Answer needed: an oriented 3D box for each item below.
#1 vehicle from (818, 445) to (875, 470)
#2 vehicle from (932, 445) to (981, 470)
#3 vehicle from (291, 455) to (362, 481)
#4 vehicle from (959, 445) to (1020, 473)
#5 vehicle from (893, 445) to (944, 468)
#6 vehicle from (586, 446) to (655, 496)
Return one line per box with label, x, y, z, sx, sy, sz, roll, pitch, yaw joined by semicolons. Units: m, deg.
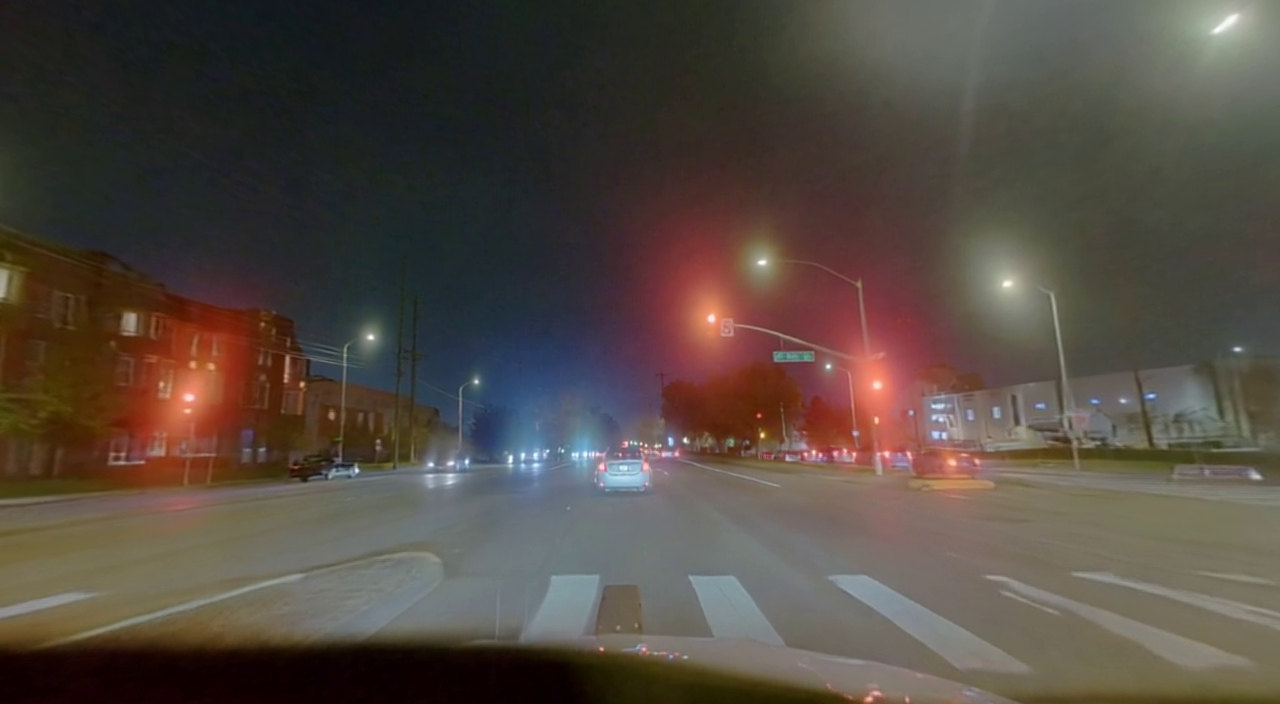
vehicle;12.665;6.473;38.861;1.849;1.429;4.335;0;-9;-3
vehicle;19.803;6.548;39.323;1.717;1.444;3.788;-8;-11;41
vehicle;-19.536;7.225;39.474;2.018;1.468;4.768;0;-9;0
vehicle;19.767;6.001;35.494;1.932;1.430;4.203;-8;-12;43
vehicle;18.941;7.049;42.688;1.900;1.490;4.238;-8;-12;41
vehicle;-0.581;3.789;20.476;2.010;1.447;4.121;0;-9;-1
